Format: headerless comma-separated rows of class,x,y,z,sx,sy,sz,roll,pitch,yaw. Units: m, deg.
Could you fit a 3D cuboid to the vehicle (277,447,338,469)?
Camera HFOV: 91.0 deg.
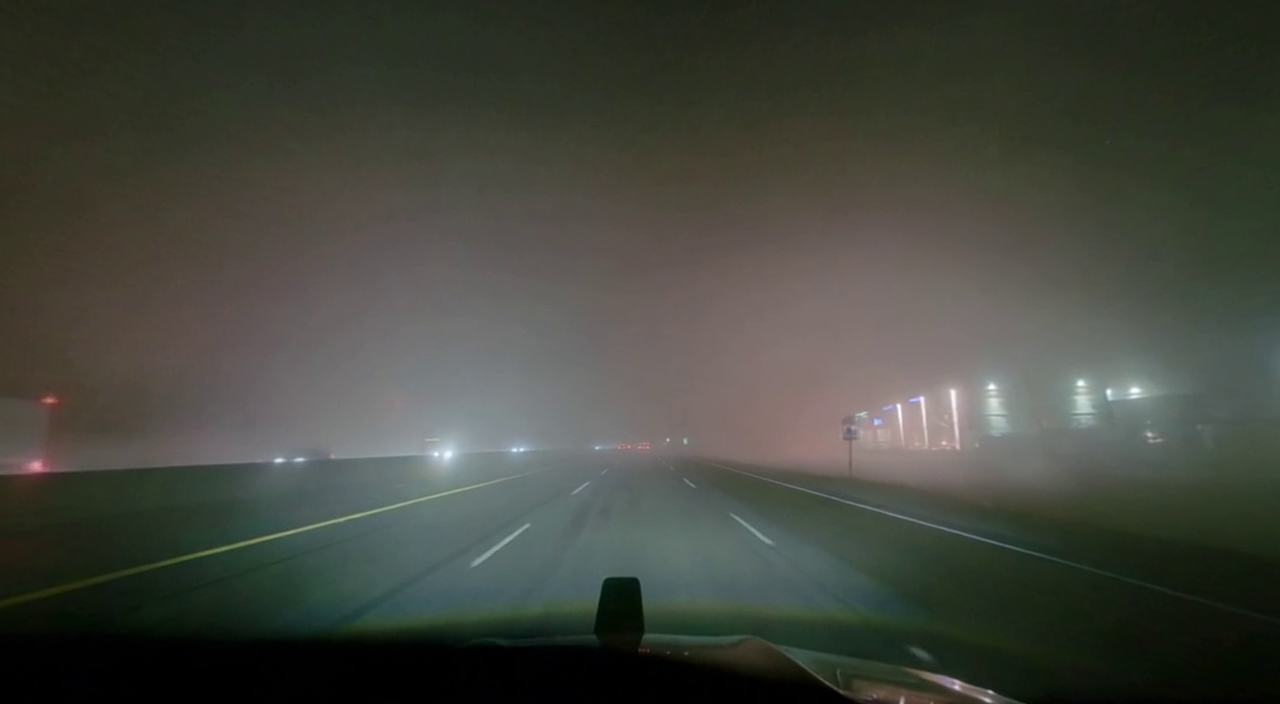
vehicle,-24.378,7.742,46.347,1.925,1.527,4.646,0,-9,1

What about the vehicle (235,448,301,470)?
vehicle,-28.171,8.089,47.922,2.049,1.517,4.763,0,-9,1
